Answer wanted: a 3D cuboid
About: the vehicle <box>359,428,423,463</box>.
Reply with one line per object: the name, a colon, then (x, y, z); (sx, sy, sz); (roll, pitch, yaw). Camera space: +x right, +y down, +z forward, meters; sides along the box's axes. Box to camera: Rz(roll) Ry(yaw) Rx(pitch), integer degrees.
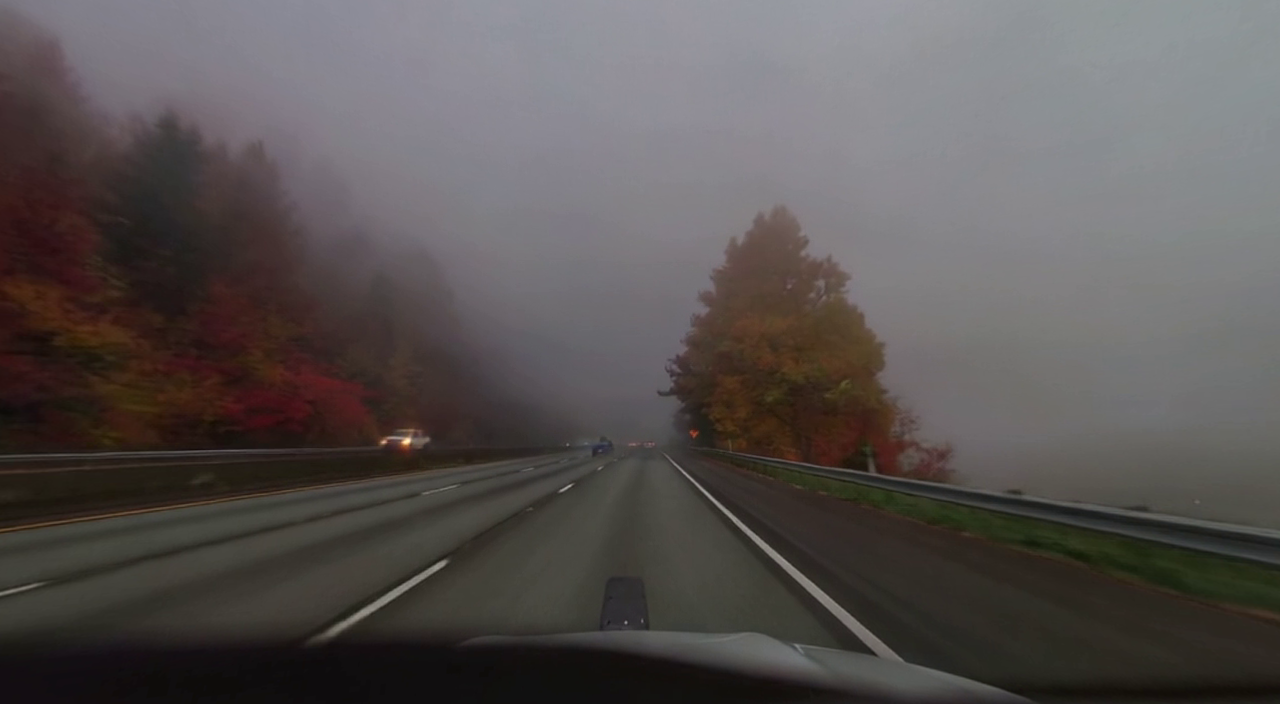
vehicle: (-18.530, 6.995, 47.212); (2.280, 2.481, 5.795); (0, -8, 2)
